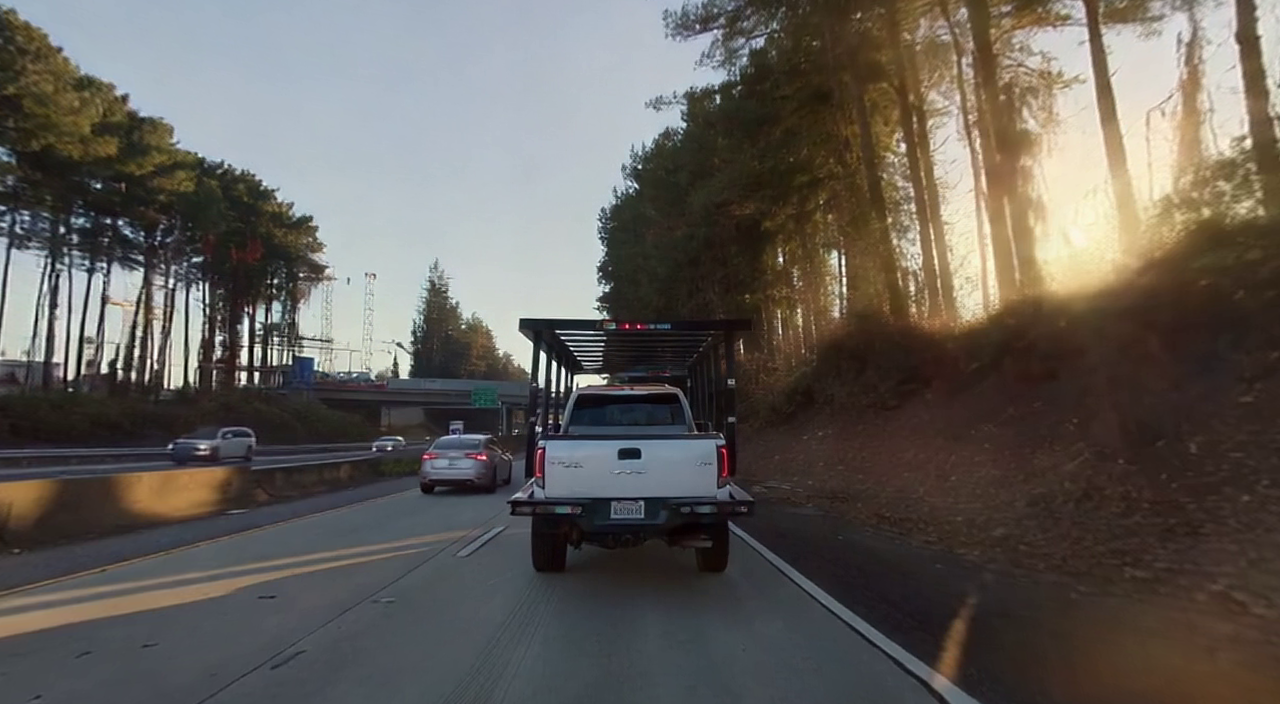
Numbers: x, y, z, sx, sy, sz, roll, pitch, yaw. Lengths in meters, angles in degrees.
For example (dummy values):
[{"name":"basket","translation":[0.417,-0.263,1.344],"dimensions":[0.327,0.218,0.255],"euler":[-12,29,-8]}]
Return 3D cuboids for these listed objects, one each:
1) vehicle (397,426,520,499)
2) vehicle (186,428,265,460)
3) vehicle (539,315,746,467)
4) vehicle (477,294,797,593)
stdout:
[{"name":"vehicle","translation":[-4.641,2.908,16.938],"dimensions":[2.057,1.665,4.572],"euler":[0,-9,-2]},{"name":"vehicle","translation":[-26.964,6.020,41.337],"dimensions":[2.038,1.918,4.771],"euler":[0,-9,-2]},{"name":"vehicle","translation":[-0.056,0.749,9.016],"dimensions":[2.156,1.604,4.680],"euler":[0,-9,-2]},{"name":"vehicle","translation":[-0.188,1.540,10.744],"dimensions":[2.735,2.597,10.435],"euler":[0,-9,-2]}]
